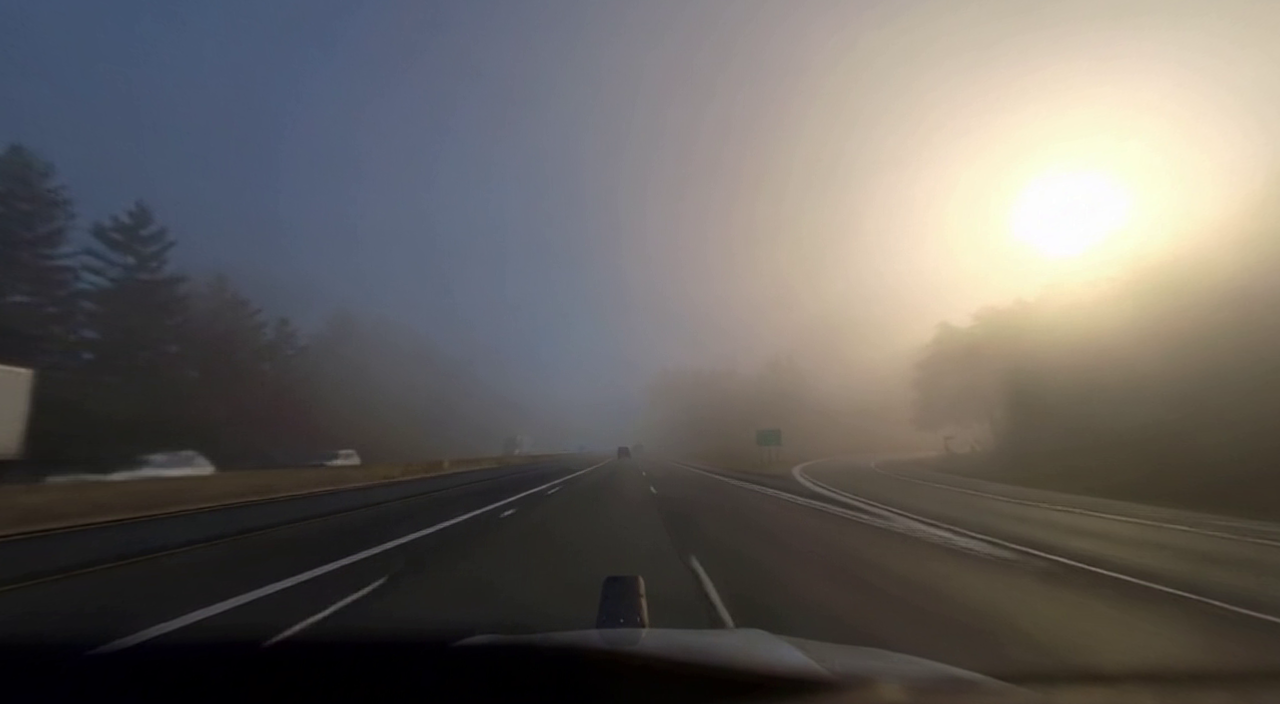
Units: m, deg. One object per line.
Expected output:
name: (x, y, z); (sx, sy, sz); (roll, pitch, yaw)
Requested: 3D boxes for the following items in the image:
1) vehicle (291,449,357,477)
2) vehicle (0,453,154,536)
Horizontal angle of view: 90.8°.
vehicle: (-19.315, 6.758, 38.750); (1.894, 1.632, 4.208); (0, -9, -1)
vehicle: (-12.322, 2.817, 12.935); (1.706, 1.442, 3.740); (0, -9, 0)
